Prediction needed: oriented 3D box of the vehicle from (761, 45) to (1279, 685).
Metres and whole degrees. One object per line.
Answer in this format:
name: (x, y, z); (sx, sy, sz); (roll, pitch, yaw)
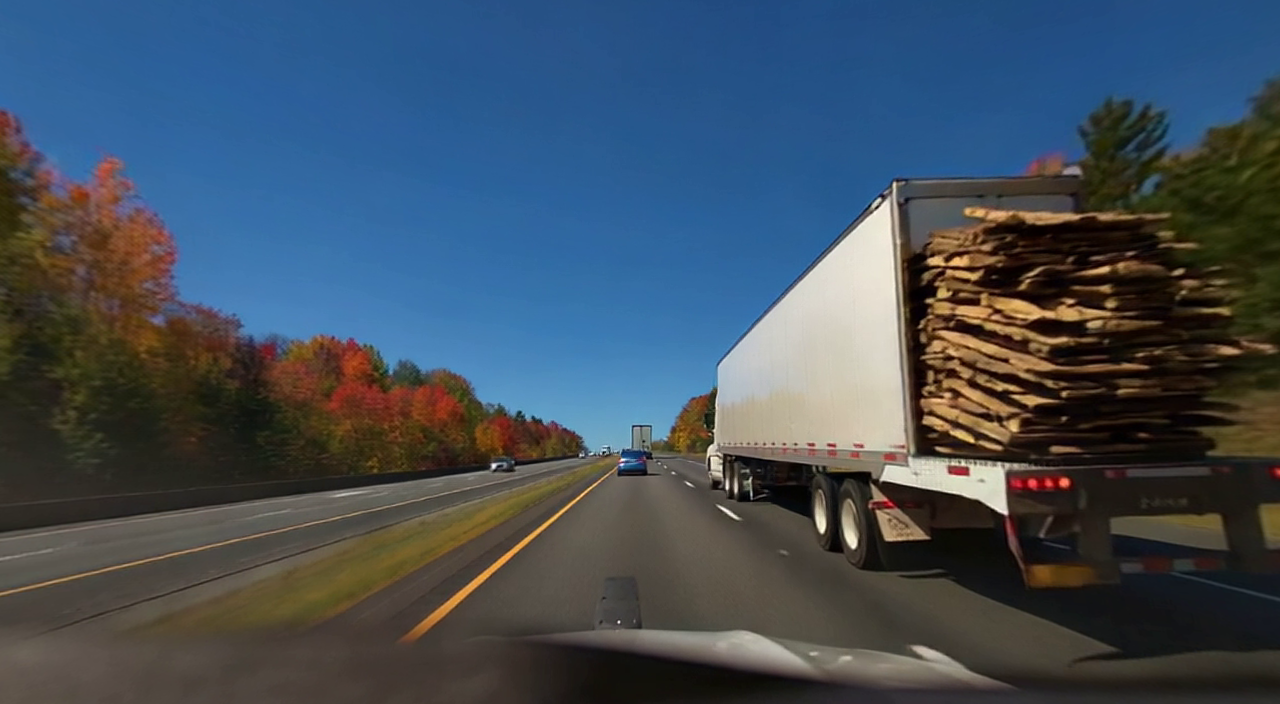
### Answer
vehicle: (3.952, 0.559, 7.961); (3.004, 3.923, 8.363); (-1, -9, -1)

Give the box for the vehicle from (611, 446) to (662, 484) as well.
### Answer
vehicle: (-0.174, 5.004, 28.074); (2.099, 1.506, 4.097); (-1, -9, 0)
